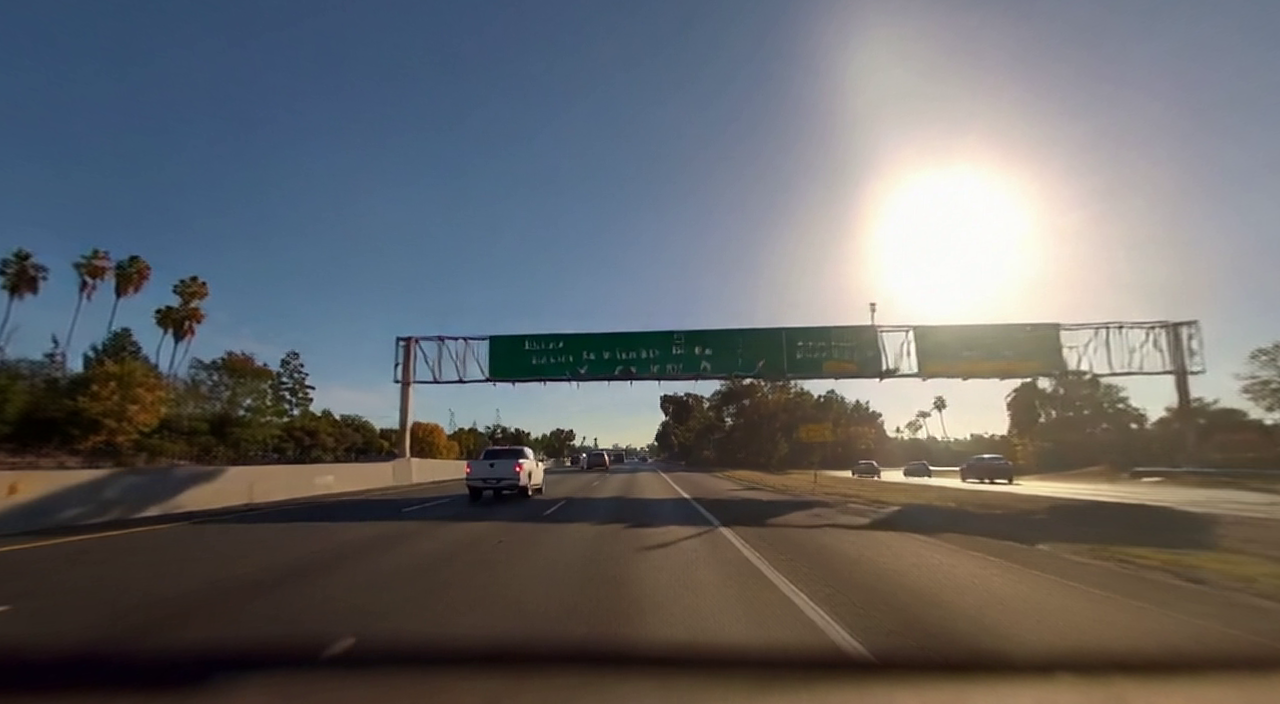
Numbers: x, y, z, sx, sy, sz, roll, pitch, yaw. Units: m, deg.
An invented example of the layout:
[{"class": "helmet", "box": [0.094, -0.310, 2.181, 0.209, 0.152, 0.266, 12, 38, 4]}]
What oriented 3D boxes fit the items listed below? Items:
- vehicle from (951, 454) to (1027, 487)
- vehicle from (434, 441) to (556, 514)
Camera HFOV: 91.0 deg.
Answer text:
[{"class": "vehicle", "box": [21.182, 7.194, 38.514, 2.033, 1.794, 5.116, -1, -9, 5]}, {"class": "vehicle", "box": [-3.825, 3.406, 17.654, 2.162, 1.747, 4.791, 0, -9, 1]}]
